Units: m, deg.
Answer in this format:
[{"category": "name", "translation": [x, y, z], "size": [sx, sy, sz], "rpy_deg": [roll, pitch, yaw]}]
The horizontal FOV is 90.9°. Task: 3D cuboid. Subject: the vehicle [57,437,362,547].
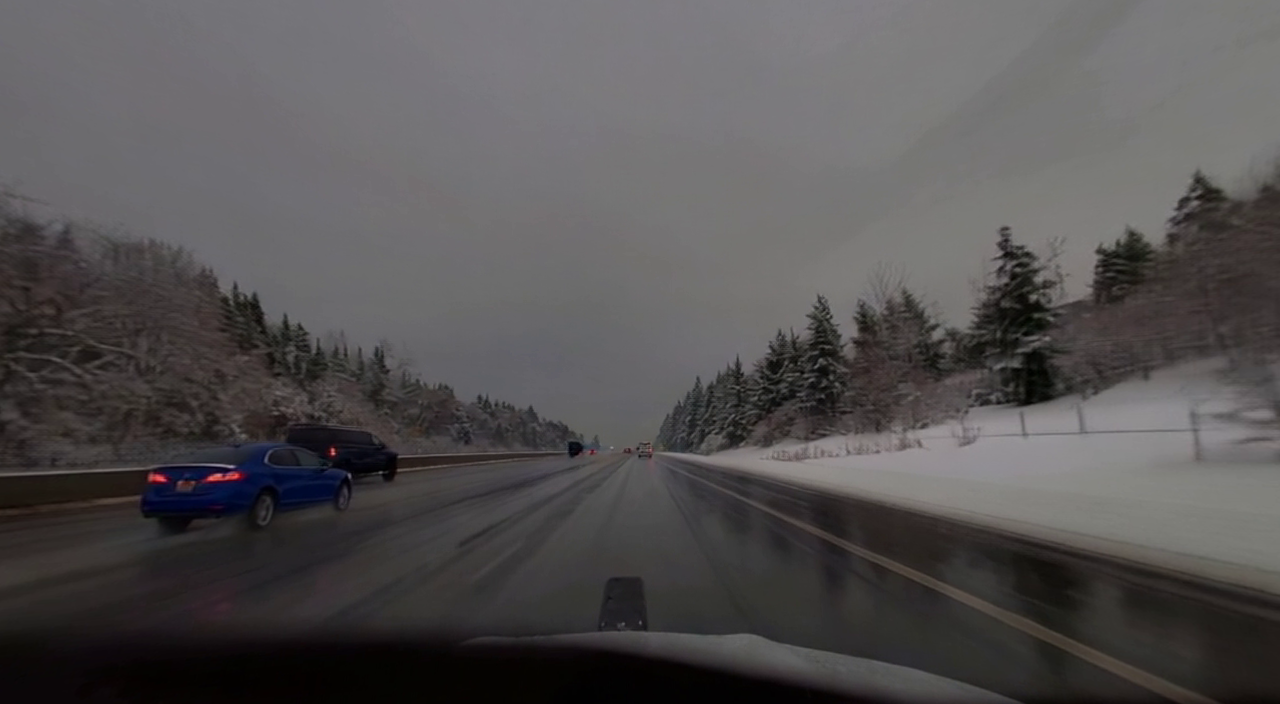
[{"category": "vehicle", "translation": [-6.952, 2.276, 11.053], "size": [1.981, 1.486, 4.735], "rpy_deg": [0, -8, 0]}]
